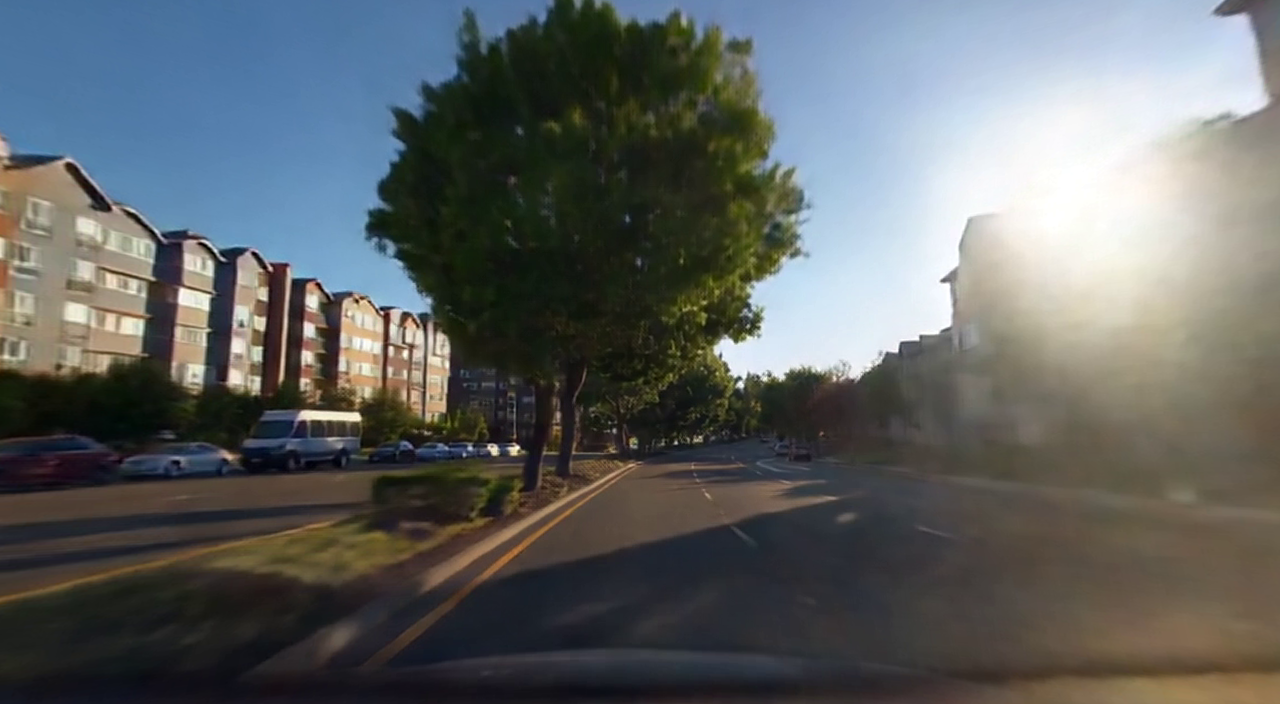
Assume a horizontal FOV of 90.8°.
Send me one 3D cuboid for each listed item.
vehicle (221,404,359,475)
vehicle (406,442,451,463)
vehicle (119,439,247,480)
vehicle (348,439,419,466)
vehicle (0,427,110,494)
[{"bbox_3d":[-17.853,4.576,32.886,2.766,3.279,6.821,-1,-9,5],"label":"vehicle"},{"bbox_3d":[-16.561,7.911,49.737,1.854,1.490,4.331,-3,-9,3],"label":"vehicle"},{"bbox_3d":[-18.407,4.375,25.744,1.808,1.531,4.366,0,-9,2],"label":"vehicle"},{"bbox_3d":[-17.179,6.785,42.727,2.076,1.703,5.595,-1,-9,5],"label":"vehicle"},{"bbox_3d":[-18.775,3.195,18.690,2.001,1.836,4.746,-1,-9,0],"label":"vehicle"}]
